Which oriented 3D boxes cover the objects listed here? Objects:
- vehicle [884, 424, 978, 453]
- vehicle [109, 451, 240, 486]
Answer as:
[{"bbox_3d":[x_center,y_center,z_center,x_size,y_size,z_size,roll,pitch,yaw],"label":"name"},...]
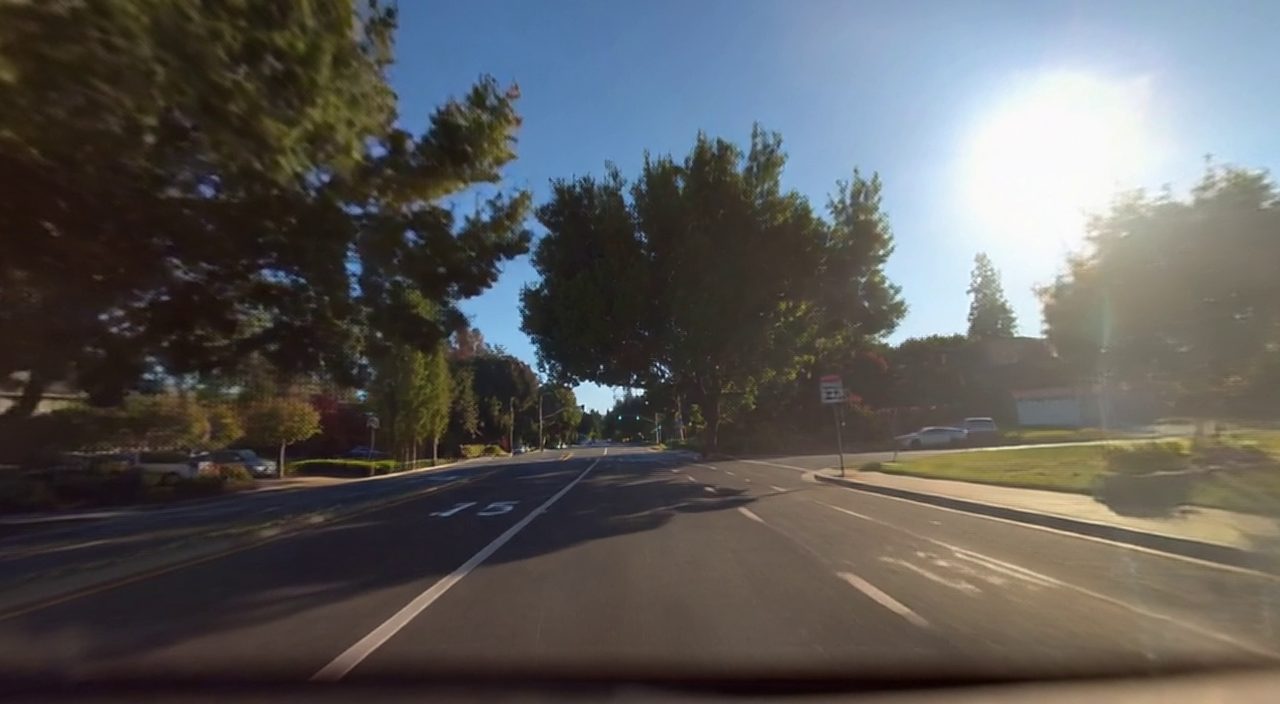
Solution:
[{"bbox_3d":[19.109,5.749,41.634,5.172,1.468,1.964,-4,-10,-2],"label":"vehicle"},{"bbox_3d":[-21.366,5.341,29.126,4.495,1.472,1.833,0,-8,-1],"label":"vehicle"}]
